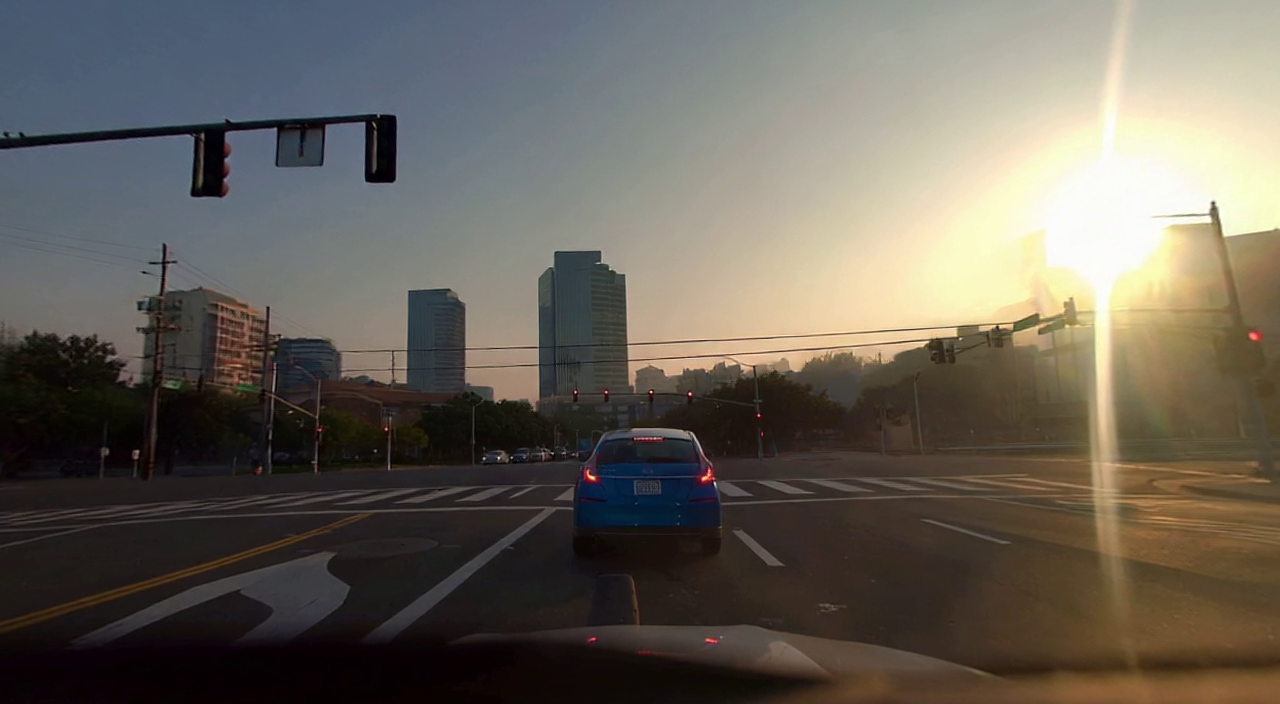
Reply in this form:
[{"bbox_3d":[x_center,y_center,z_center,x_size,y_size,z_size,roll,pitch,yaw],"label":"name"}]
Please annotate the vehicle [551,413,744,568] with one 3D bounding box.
[{"bbox_3d":[0.045,1.755,8.708,2.027,1.626,3.942,0,-8,-1],"label":"vehicle"}]
